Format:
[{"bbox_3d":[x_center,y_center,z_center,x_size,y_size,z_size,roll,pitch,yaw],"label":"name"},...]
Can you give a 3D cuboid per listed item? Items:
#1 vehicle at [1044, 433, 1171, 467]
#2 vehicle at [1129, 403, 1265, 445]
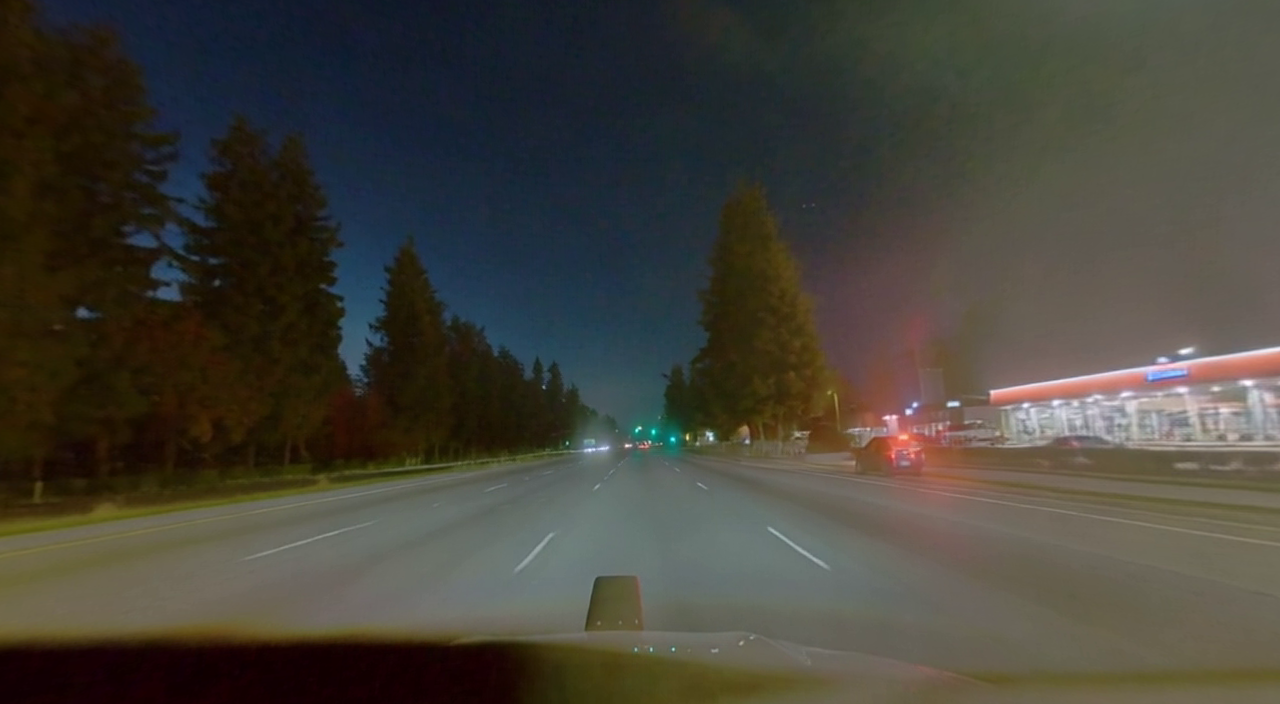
[{"bbox_3d":[22.164,4.667,30.072,4.373,1.532,2.071,0,-8,-1],"label":"vehicle"},{"bbox_3d":[37.764,4.933,42.977,6.780,2.760,2.228,-1,-8,2],"label":"vehicle"}]
